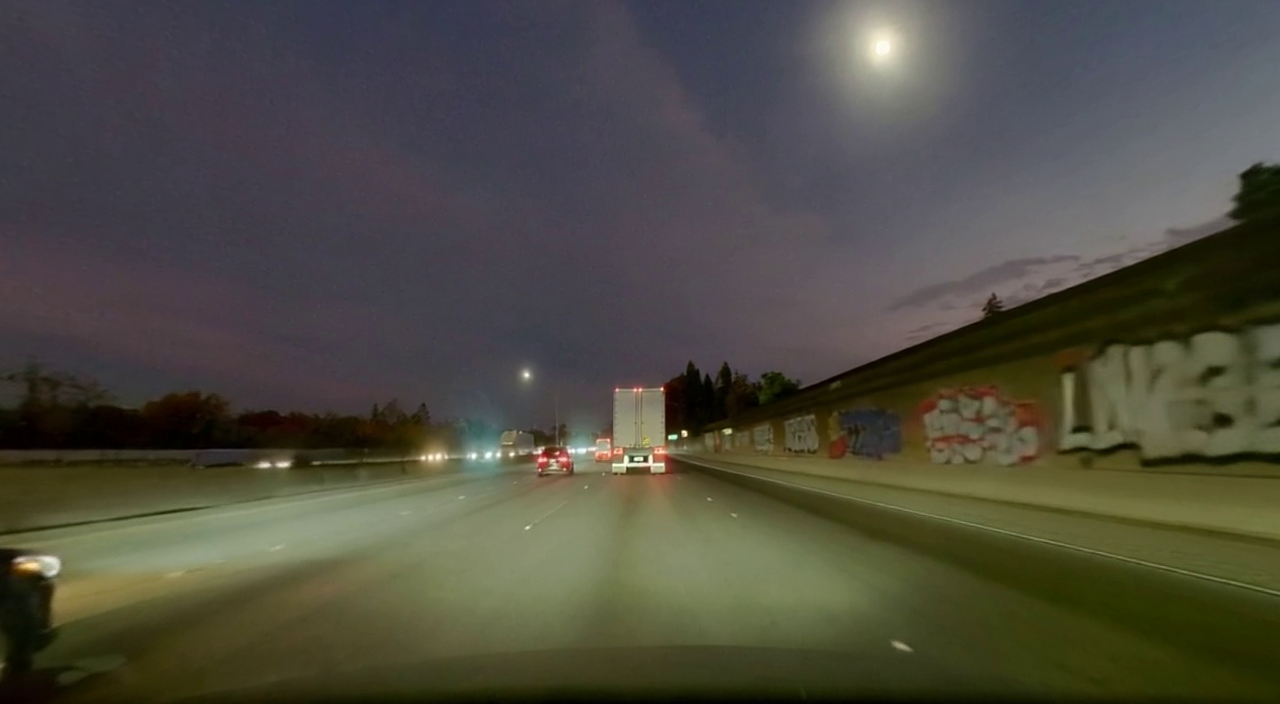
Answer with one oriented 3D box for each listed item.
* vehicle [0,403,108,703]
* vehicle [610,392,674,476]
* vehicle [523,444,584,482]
[{"bbox_3d":[-3.817,0.751,1.242,1.936,1.500,4.055,0,-9,0],"label":"vehicle"},{"bbox_3d":[0.025,4.751,35.492,3.042,4.023,10.832,0,-9,-1],"label":"vehicle"},{"bbox_3d":[-3.736,4.888,27.806,2.158,1.538,4.047,0,-9,0],"label":"vehicle"}]
